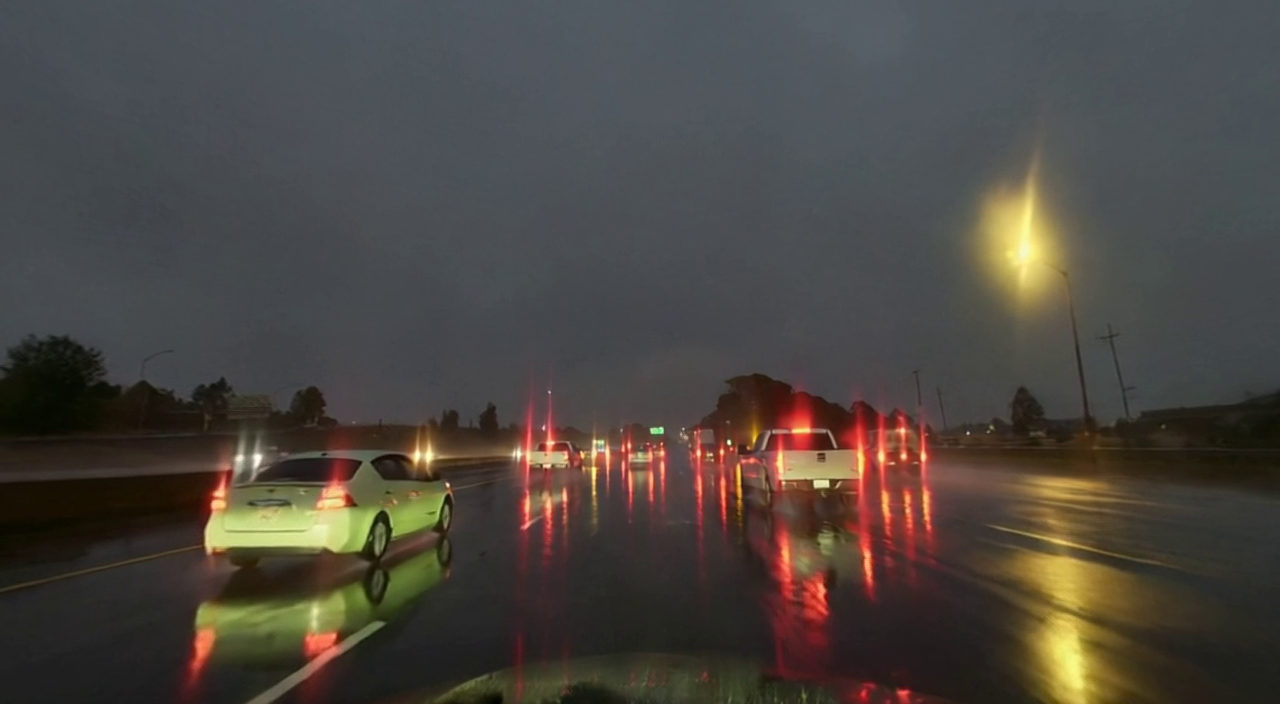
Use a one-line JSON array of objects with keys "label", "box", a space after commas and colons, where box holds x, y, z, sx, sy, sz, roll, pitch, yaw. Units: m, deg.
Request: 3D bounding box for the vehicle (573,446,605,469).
[{"label": "vehicle", "box": [-3.480, 7.274, 43.563, 1.907, 1.484, 3.954, 0, -9, 0]}]

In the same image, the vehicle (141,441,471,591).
[{"label": "vehicle", "box": [-3.831, 1.922, 8.307, 1.947, 1.424, 4.264, 0, -9, 1]}]

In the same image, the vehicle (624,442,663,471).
[{"label": "vehicle", "box": [0.162, 6.142, 37.080, 2.147, 1.572, 4.094, 0, -9, -1]}]

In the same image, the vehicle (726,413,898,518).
[{"label": "vehicle", "box": [3.591, 2.535, 14.562, 2.340, 1.925, 5.529, 0, -9, -1]}]

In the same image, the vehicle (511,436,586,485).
[{"label": "vehicle", "box": [-3.582, 4.353, 25.597, 2.176, 1.783, 4.799, 0, -9, 2]}]

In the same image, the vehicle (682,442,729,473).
[{"label": "vehicle", "box": [3.719, 6.073, 36.498, 2.145, 1.636, 4.437, 1, -9, -1]}]
